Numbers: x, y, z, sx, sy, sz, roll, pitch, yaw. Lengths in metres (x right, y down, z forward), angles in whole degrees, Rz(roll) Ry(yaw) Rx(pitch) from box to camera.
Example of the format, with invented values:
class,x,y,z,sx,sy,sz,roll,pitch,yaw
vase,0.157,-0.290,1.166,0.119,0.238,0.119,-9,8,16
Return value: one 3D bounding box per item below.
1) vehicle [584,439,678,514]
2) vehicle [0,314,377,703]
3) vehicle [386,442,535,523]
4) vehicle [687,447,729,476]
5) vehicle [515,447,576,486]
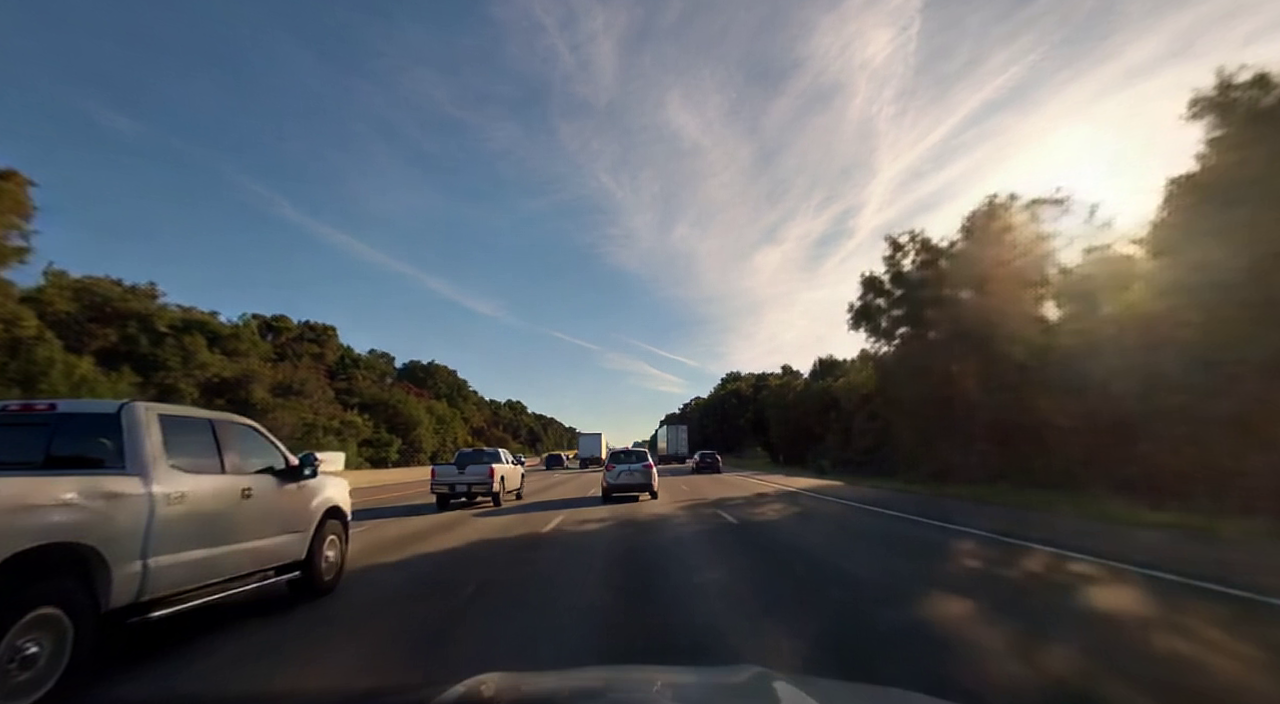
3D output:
class,x,y,z,sx,sy,sz,roll,pitch,yaw
vehicle,-0.204,2.931,15.228,1.996,1.574,3.426,0,-9,0
vehicle,-3.897,1.003,4.076,2.243,1.889,4.949,0,-9,0
vehicle,-3.730,2.792,14.044,1.988,1.501,4.438,0,-9,0
vehicle,3.756,6.101,35.410,1.858,1.537,3.838,0,-9,-1
vehicle,-3.949,4.853,27.026,1.999,1.484,4.269,0,-9,-1
